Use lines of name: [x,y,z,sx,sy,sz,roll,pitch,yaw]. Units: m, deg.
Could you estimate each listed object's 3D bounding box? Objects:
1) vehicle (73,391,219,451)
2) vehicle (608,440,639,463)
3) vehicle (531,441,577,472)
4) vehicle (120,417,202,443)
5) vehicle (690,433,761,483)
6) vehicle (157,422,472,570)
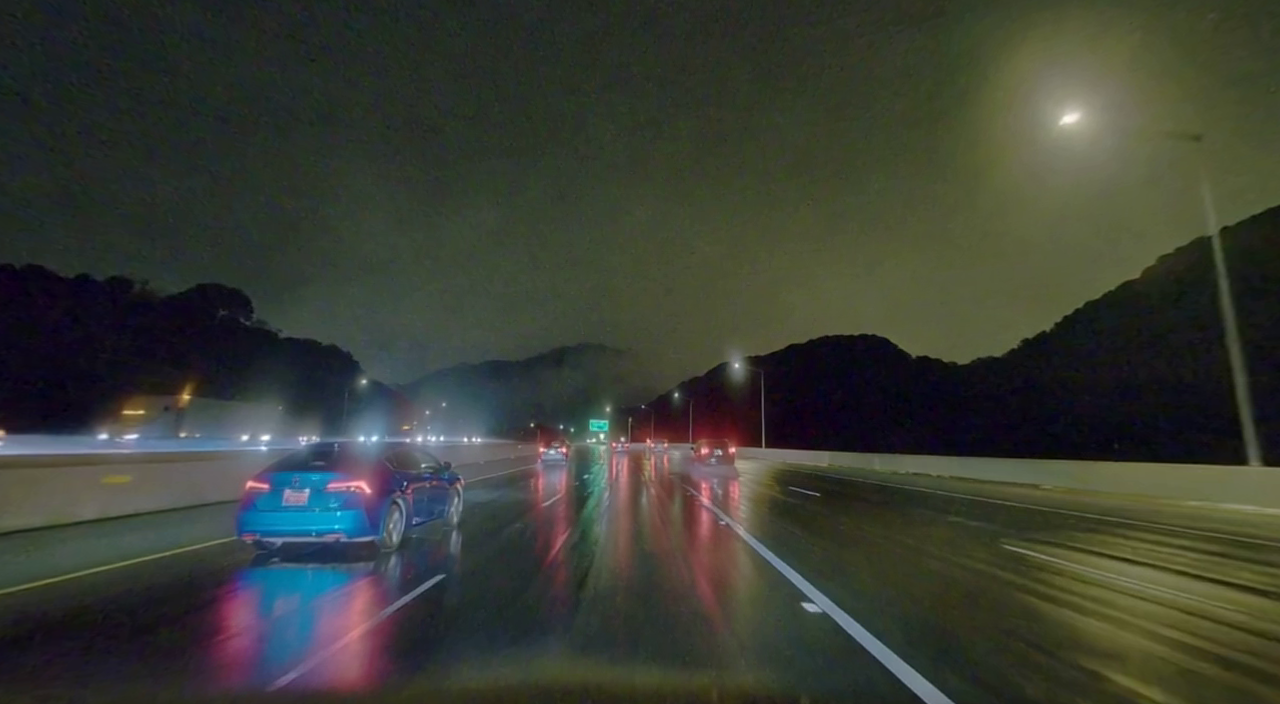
vehicle: [-36.256,5.282,46.947,3.054,3.912,9.656,1,-8,-1]
vehicle: [-1.177,7.248,45.899,2.147,1.572,4.094,0,-9,0]
vehicle: [-4.325,5.356,32.358,1.796,1.464,3.839,0,-9,0]
vehicle: [-31.587,5.203,41.711,1.787,1.529,4.656,1,-9,0]
vehicle: [3.344,4.282,25.627,2.222,1.820,4.733,0,-9,0]
vehicle: [-3.949,1.815,8.699,1.993,1.500,4.248,0,-9,1]
